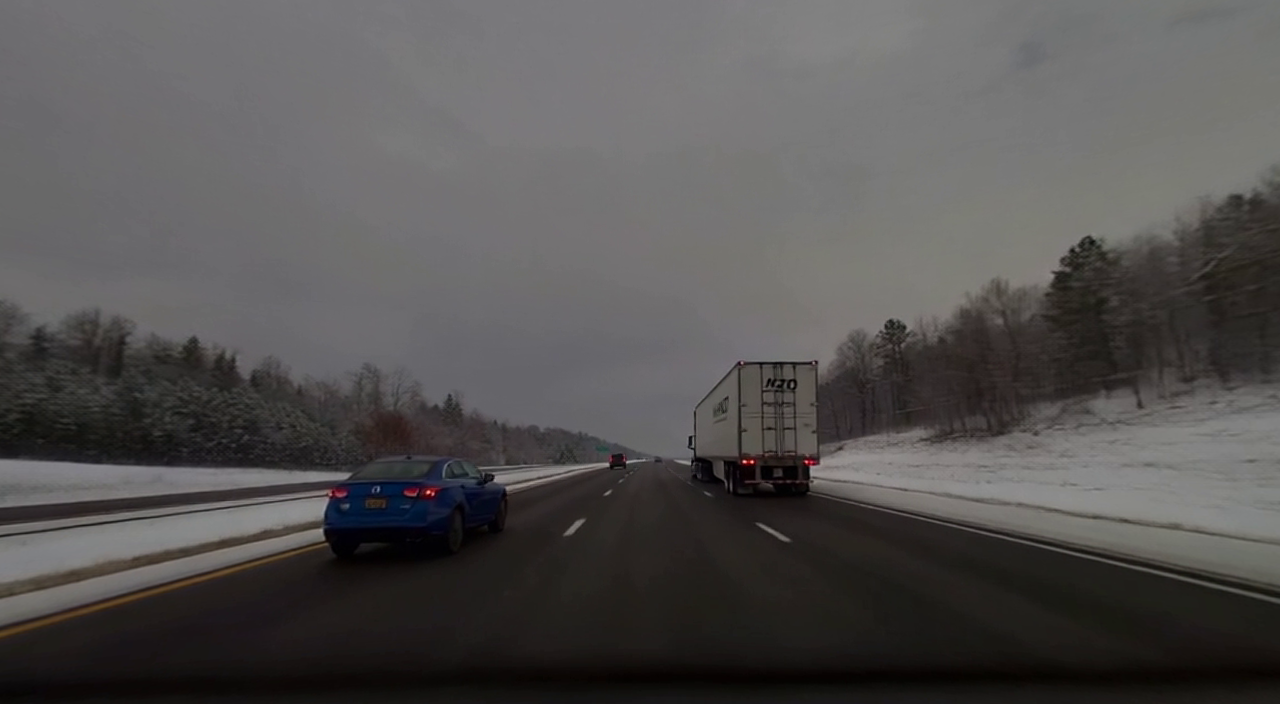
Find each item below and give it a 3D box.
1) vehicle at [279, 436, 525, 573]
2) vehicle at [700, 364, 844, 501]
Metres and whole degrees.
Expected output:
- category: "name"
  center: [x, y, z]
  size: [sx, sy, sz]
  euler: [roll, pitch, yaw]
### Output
- category: "vehicle"
  center: [-3.112, 2.064, 9.399]
  size: [1.945, 1.537, 4.294]
  euler: [0, -9, 1]
- category: "vehicle"
  center: [4.555, 3.411, 25.649]
  size: [2.832, 4.034, 13.924]
  euler: [0, -9, 0]
